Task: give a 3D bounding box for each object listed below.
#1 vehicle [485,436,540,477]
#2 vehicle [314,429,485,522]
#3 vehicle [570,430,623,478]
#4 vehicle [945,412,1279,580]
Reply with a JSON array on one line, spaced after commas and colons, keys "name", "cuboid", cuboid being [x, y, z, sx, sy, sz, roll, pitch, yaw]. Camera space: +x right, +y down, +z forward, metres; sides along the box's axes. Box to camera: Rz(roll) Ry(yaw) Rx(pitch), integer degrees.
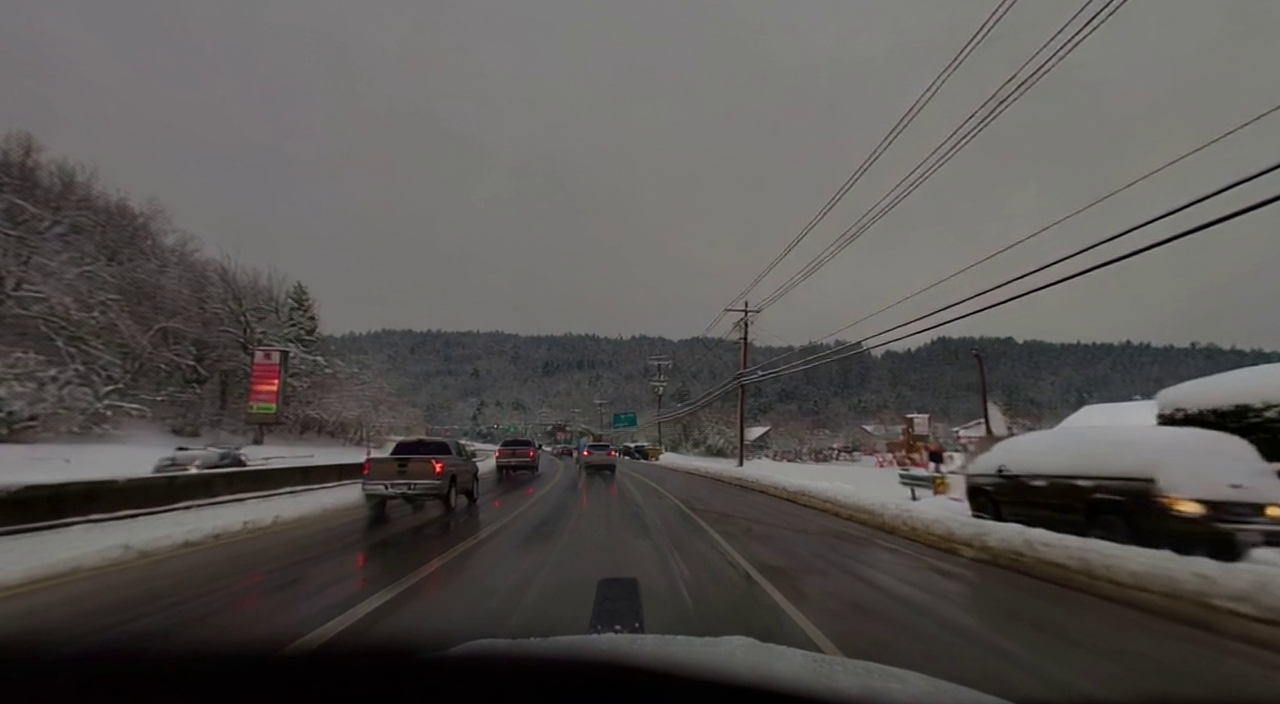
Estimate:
[{"name": "vehicle", "cuboid": [-6.906, 5.720, 34.845, 2.345, 2.012, 5.693, 1, -9, -6]}, {"name": "vehicle", "cuboid": [-5.080, 2.651, 14.180, 2.185, 1.721, 4.550, 0, -9, -2]}, {"name": "vehicle", "cuboid": [-2.386, 5.359, 33.436, 2.486, 2.280, 5.291, 1, -9, -7]}, {"name": "vehicle", "cuboid": [6.618, 1.858, 9.029, 2.058, 1.747, 4.585, 0, -9, -2]}]
